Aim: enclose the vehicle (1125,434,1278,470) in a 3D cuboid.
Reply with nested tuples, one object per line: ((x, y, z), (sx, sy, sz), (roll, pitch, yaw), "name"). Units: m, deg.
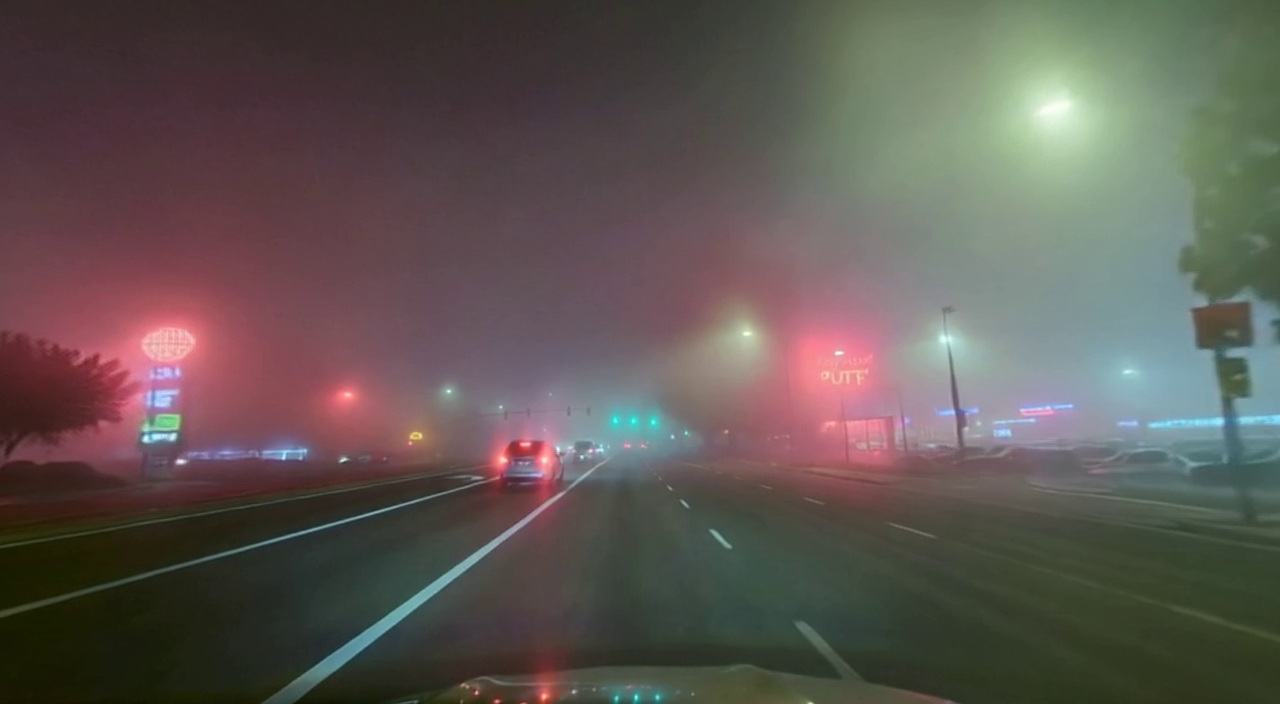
((24.776, 4.435, 28.125), (4.554, 1.470, 2.020), (-4, -9, 24), "vehicle")

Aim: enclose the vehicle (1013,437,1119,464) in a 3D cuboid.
((24.998, 5.815, 37.320), (4.799, 1.497, 1.952), (-4, -9, 22), "vehicle")

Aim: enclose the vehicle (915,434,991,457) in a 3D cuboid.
((23.336, 7.006, 47.321), (4.824, 1.693, 1.984), (-3, -9, 20), "vehicle")

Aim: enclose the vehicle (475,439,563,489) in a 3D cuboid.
((-3.963, 3.753, 21.526), (2.097, 1.497, 4.571), (0, -9, 0), "vehicle")

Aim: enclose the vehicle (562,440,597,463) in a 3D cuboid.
((-4.383, 7.263, 46.216), (2.143, 1.643, 4.336), (0, -9, 0), "vehicle")
